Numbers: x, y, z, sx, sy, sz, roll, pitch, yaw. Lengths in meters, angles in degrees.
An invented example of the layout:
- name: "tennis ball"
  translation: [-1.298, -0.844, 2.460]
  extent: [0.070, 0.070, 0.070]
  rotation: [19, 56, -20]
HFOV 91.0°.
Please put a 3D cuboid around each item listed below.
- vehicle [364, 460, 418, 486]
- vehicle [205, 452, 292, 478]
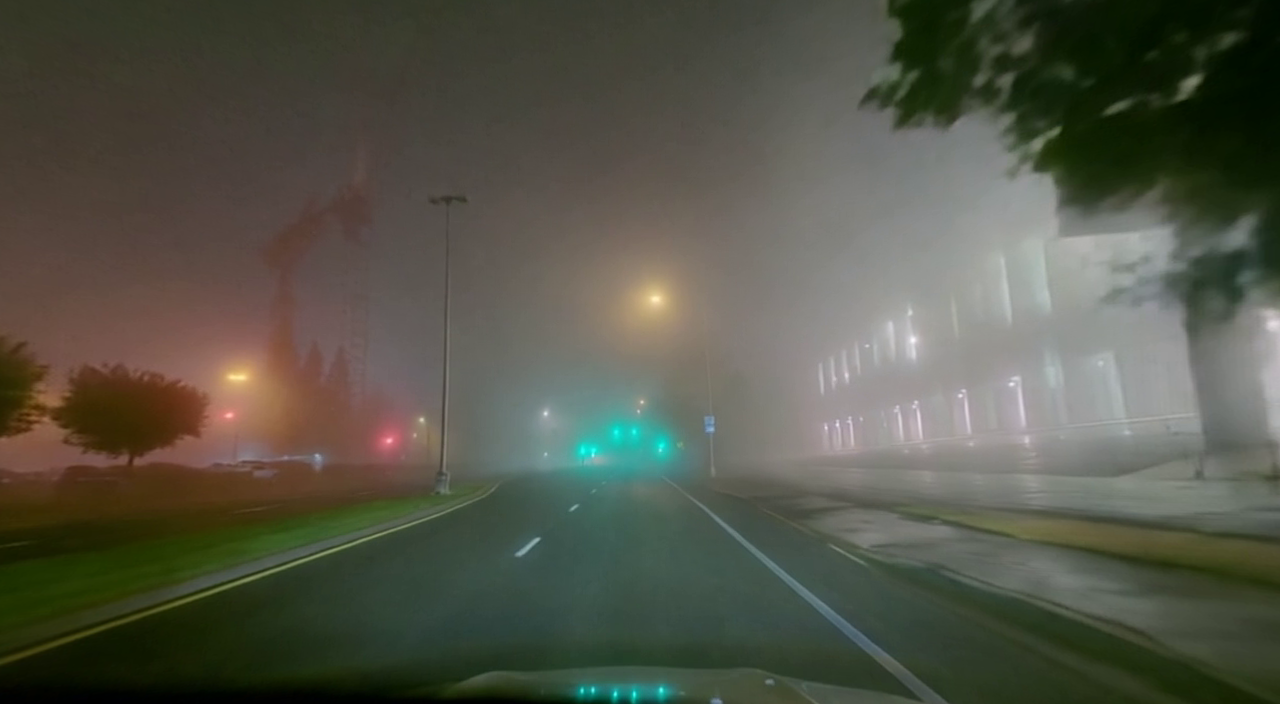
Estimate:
- name: "vehicle"
  translation: [-17.180, 8.365, 43.670]
  extent: [1.921, 1.541, 4.541]
  rotation: [-1, -8, 0]
- name: "vehicle"
  translation: [-25.497, 7.347, 41.079]
  extent: [4.308, 1.612, 1.989]
  rotation: [0, -9, -1]
